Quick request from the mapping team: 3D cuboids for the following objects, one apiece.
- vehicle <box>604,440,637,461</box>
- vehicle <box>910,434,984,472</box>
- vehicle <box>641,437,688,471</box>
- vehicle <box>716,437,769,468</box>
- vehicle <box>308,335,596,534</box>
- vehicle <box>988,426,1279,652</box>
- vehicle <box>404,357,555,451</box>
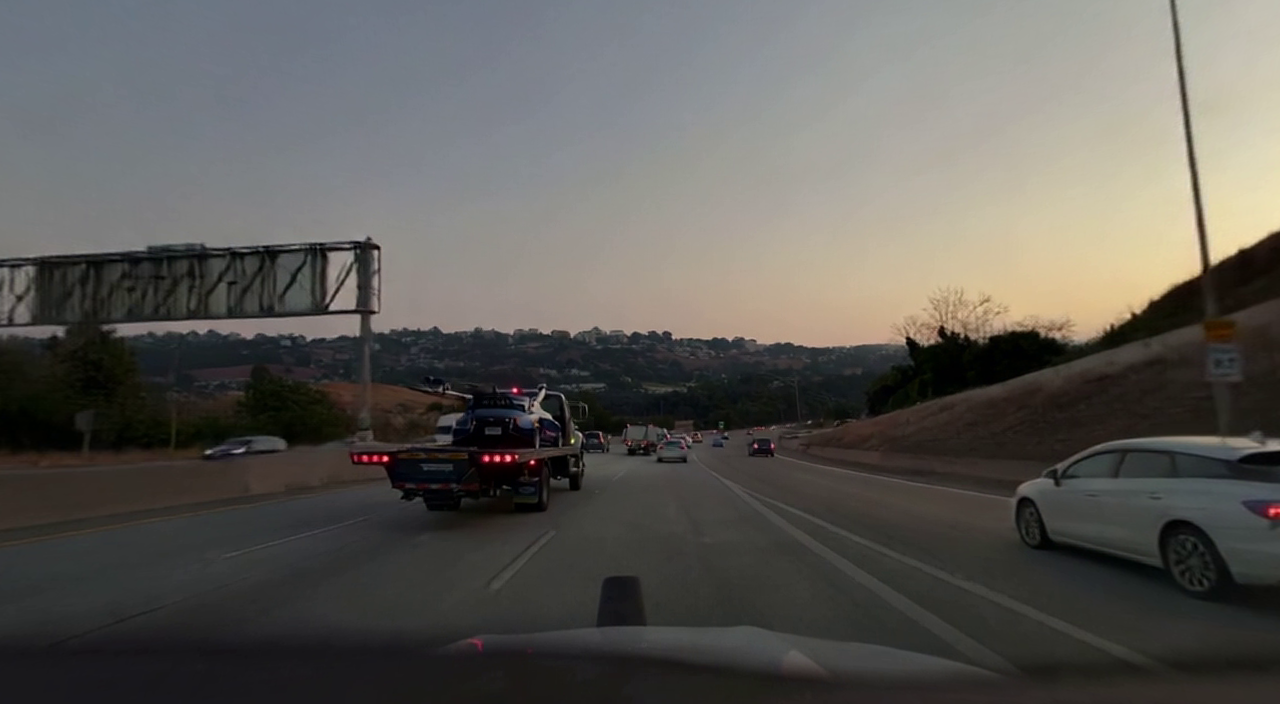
[{"bbox_3d":[-1.340,7.064,45.348,2.016,1.450,4.310,-1,-8,3],"label":"vehicle"},{"bbox_3d":[21.545,7.125,44.572,2.433,2.488,4.939,1,-8,-4],"label":"vehicle"},{"bbox_3d":[1.171,4.820,29.988,2.079,1.499,3.915,0,-8,2],"label":"vehicle"},{"bbox_3d":[5.515,5.492,34.677,2.075,1.614,4.682,0,-8,-1],"label":"vehicle"},{"bbox_3d":[-3.156,1.959,14.578,3.162,2.955,10.282,0,-8,2],"label":"vehicle"},{"bbox_3d":[5.214,1.392,5.230,2.040,1.481,4.260,0,-8,-3],"label":"vehicle"},{"bbox_3d":[-3.168,1.262,13.591,1.893,1.674,4.766,0,-8,2],"label":"vehicle"}]
